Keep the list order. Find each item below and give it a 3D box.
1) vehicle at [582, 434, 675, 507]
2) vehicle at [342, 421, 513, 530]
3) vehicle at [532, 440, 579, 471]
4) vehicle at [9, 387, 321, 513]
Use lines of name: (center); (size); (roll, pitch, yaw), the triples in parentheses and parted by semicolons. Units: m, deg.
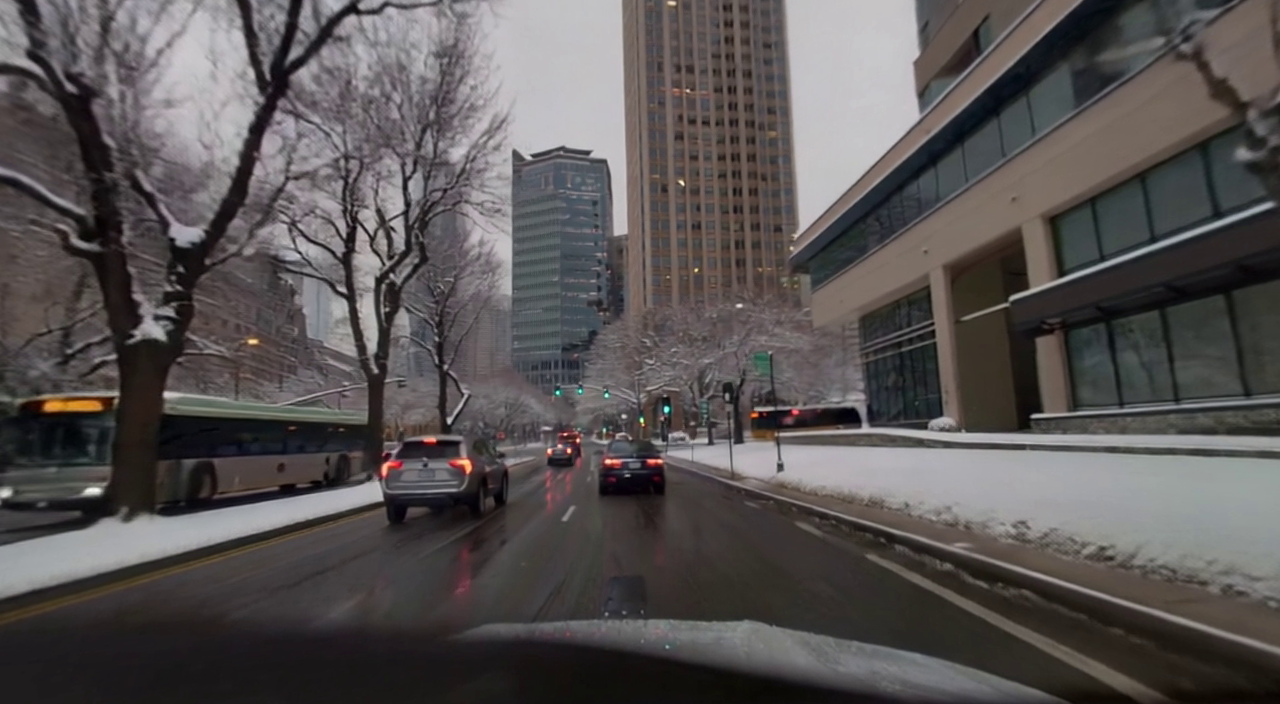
vehicle: (-0.328, 2.768, 15.166); (1.933, 1.504, 3.802); (1, -9, -3)
vehicle: (-3.605, 2.162, 11.486); (1.848, 1.641, 3.686); (0, -9, -1)
vehicle: (-4.299, 5.343, 32.731); (1.961, 1.517, 4.202); (0, -9, -2)
vehicle: (-14.980, 3.315, 21.576); (3.063, 3.298, 9.918); (0, -9, -1)
